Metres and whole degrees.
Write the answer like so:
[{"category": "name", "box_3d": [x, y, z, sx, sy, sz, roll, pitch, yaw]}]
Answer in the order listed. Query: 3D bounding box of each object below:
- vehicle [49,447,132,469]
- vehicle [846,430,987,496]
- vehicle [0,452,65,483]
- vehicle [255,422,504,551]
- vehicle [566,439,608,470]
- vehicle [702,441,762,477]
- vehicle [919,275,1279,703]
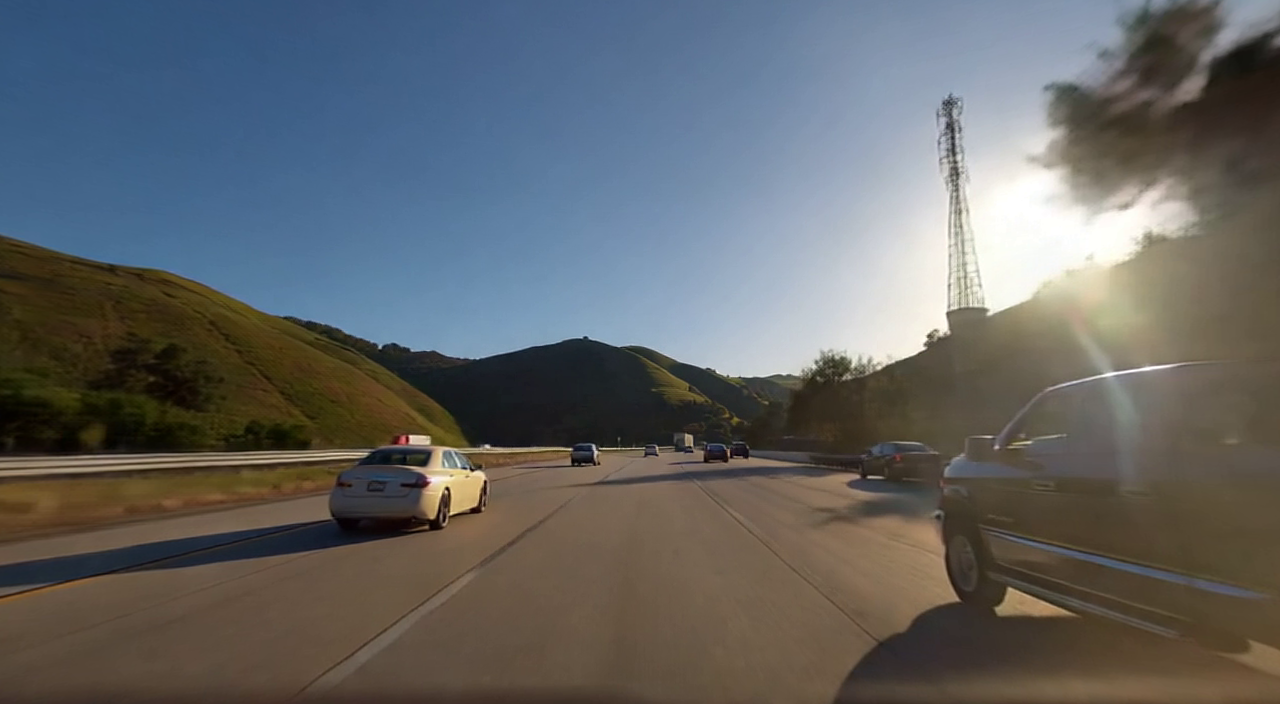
[{"category": "vehicle", "box_3d": [-41.134, 7.937, 47.347, 1.843, 1.548, 4.804, 0, -9, 1]}, {"category": "vehicle", "box_3d": [7.594, 3.092, 17.926, 1.986, 1.633, 4.430, 0, -9, 0]}, {"category": "vehicle", "box_3d": [-32.570, 5.926, 32.428, 1.717, 1.467, 4.403, 0, -8, 2]}, {"category": "vehicle", "box_3d": [-3.845, 2.069, 10.408, 2.113, 1.636, 4.494, 0, -9, 1]}, {"category": "vehicle", "box_3d": [-3.126, 6.130, 37.857, 2.021, 1.679, 4.310, -1, -9, 2]}, {"category": "vehicle", "box_3d": [4.040, 4.777, 28.401, 2.046, 1.471, 4.333, 0, -9, 0]}, {"category": "vehicle", "box_3d": [3.462, 0.742, 2.780, 2.098, 1.925, 5.171, 0, -9, 1]}]
